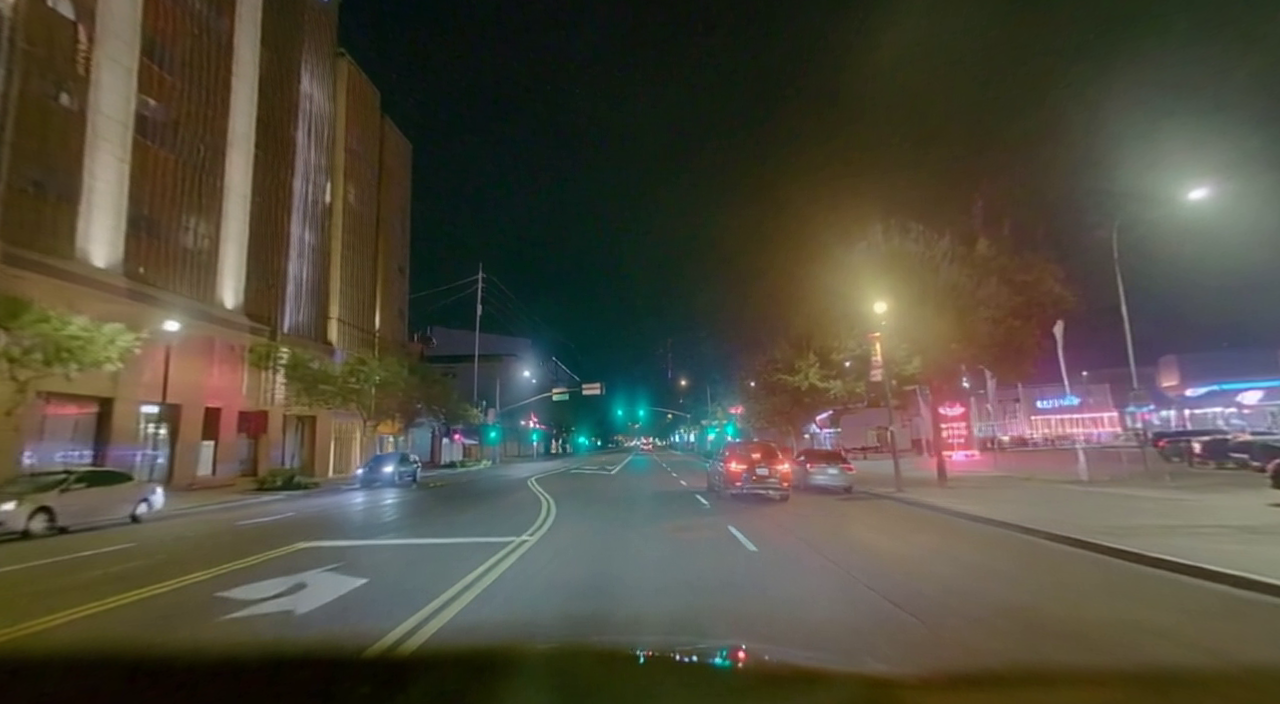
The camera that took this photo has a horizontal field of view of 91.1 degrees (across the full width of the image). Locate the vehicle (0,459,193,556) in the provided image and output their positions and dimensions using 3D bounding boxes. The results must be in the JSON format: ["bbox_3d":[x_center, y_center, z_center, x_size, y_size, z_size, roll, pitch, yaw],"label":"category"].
[{"bbox_3d":[-12.138,3.101,13.040,2.015,1.521,4.798,-1,-8,3],"label":"vehicle"}]

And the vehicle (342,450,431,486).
[{"bbox_3d":[-11.964,5.567,30.059,1.944,1.575,4.895,-1,-11,3],"label":"vehicle"}]

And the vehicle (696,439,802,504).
[{"bbox_3d":[2.800,3.186,17.258,2.080,1.524,4.348,0,-8,-1],"label":"vehicle"}]

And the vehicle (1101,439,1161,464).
[{"bbox_3d":[31.131,6.299,39.969,1.867,1.482,4.593,-4,-9,24],"label":"vehicle"}]

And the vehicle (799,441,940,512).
[{"bbox_3d":[5.912,3.230,16.872,2.003,1.626,4.480,0,-8,-1],"label":"vehicle"}]
